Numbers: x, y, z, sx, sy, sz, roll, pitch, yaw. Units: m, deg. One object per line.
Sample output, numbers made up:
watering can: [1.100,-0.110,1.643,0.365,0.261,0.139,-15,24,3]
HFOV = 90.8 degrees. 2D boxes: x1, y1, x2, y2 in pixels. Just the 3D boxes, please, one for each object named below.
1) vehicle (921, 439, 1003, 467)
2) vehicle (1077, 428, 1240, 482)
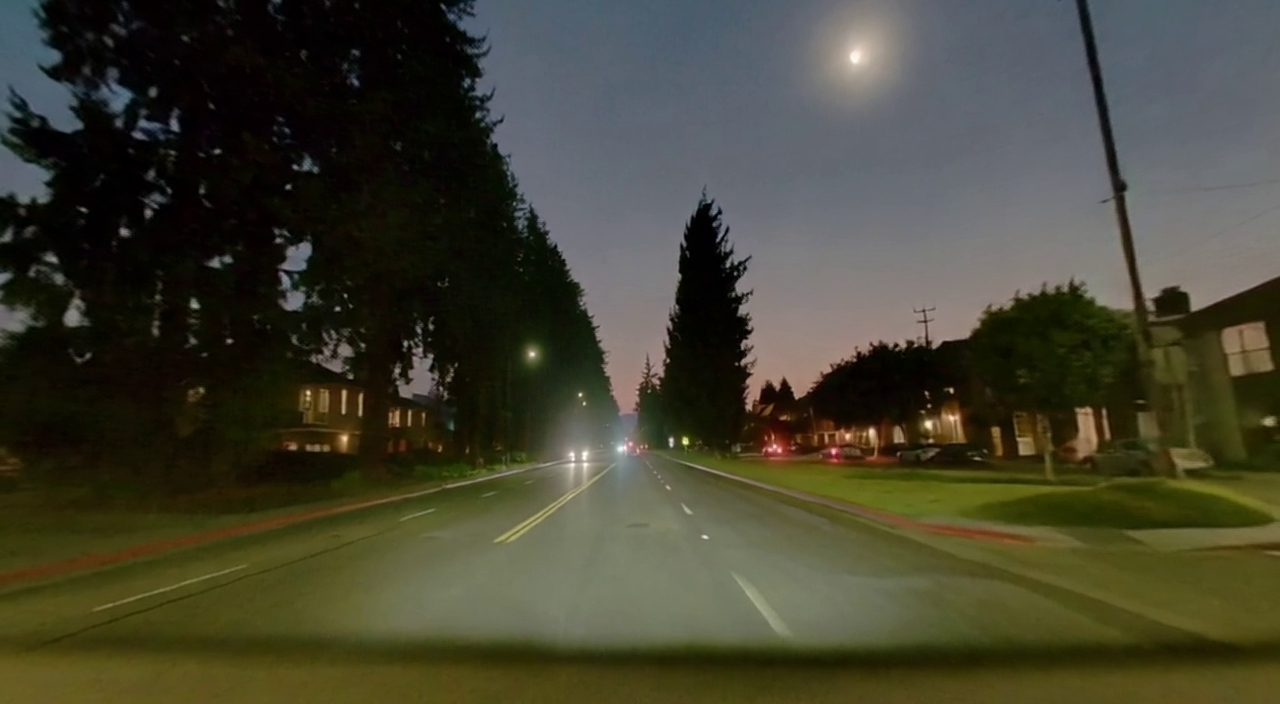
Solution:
vehicle: [17.759,5.593,35.110,1.813,1.464,4.925,0,-9,-2]
vehicle: [18.200,3.648,22.540,1.936,1.722,4.562,0,-9,1]
